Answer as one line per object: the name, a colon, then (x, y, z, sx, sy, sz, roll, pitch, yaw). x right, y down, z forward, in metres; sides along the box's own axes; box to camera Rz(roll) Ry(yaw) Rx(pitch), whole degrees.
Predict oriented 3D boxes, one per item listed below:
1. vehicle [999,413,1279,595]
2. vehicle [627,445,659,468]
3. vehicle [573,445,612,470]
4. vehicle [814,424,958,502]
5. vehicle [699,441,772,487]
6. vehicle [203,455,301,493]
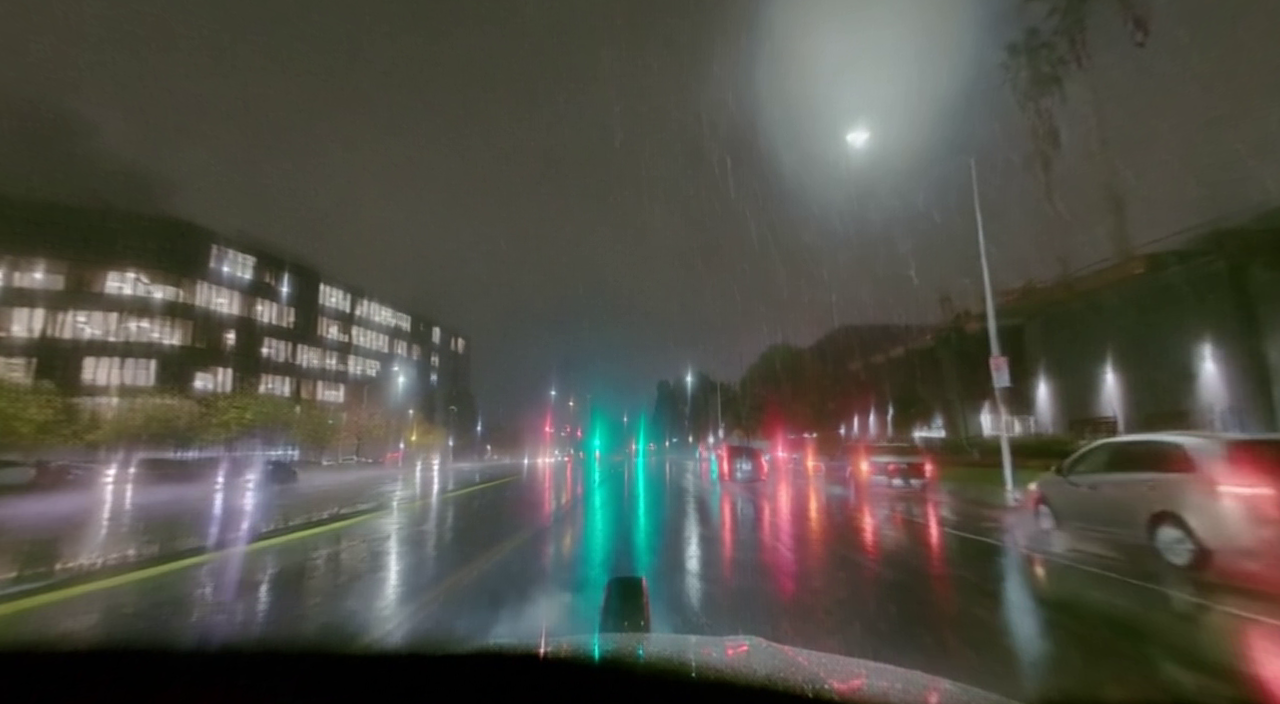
vehicle: (6.794, 1.689, 7.853, 2.072, 1.631, 4.246, 0, -9, 0)
vehicle: (0.230, 7.165, 43.496, 2.101, 1.480, 3.929, -1, -9, 2)
vehicle: (-3.039, 6.846, 41.142, 2.082, 1.467, 4.379, -1, -9, 1)
vehicle: (6.814, 3.140, 18.201, 2.215, 1.909, 4.875, -1, -9, 1)
vehicle: (3.398, 4.088, 23.326, 1.990, 1.486, 4.431, 0, -9, 0)
vehicle: (-18.735, 5.888, 30.719, 1.864, 1.458, 4.598, -5, -9, 0)
